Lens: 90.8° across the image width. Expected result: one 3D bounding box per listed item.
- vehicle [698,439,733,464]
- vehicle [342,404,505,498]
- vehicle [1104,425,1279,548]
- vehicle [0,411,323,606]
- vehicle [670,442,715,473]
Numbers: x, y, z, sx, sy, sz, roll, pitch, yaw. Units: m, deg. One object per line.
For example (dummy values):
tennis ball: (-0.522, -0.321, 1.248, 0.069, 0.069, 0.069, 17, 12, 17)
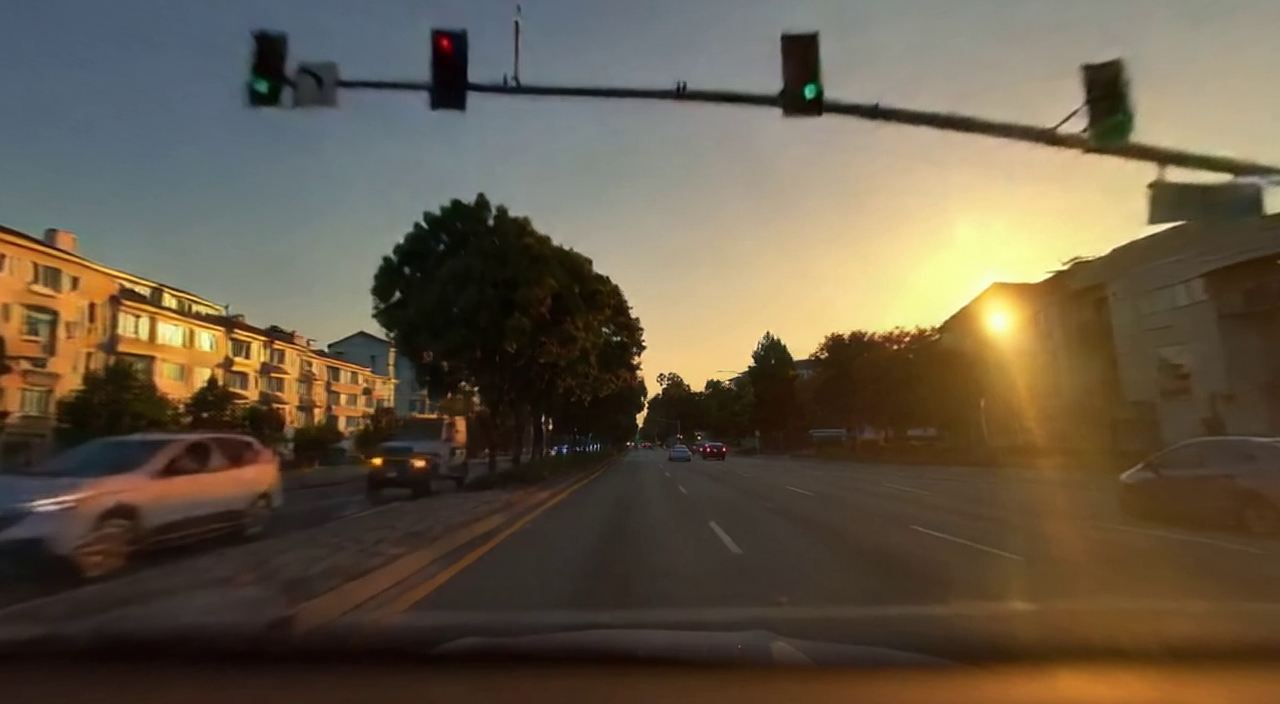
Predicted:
vehicle: (5.712, 7.584, 48.224, 1.946, 1.773, 4.641, 0, -8, -2)
vehicle: (-5.697, 2.752, 17.771, 2.425, 2.167, 5.888, 0, -8, 1)
vehicle: (9.398, 1.918, 9.274, 1.798, 1.621, 4.304, 0, -8, -1)
vehicle: (-5.659, 1.588, 7.170, 1.986, 1.502, 4.224, -4, -8, 0)
vehicle: (2.766, 5.688, 34.275, 1.917, 1.538, 4.259, 0, -8, -2)
